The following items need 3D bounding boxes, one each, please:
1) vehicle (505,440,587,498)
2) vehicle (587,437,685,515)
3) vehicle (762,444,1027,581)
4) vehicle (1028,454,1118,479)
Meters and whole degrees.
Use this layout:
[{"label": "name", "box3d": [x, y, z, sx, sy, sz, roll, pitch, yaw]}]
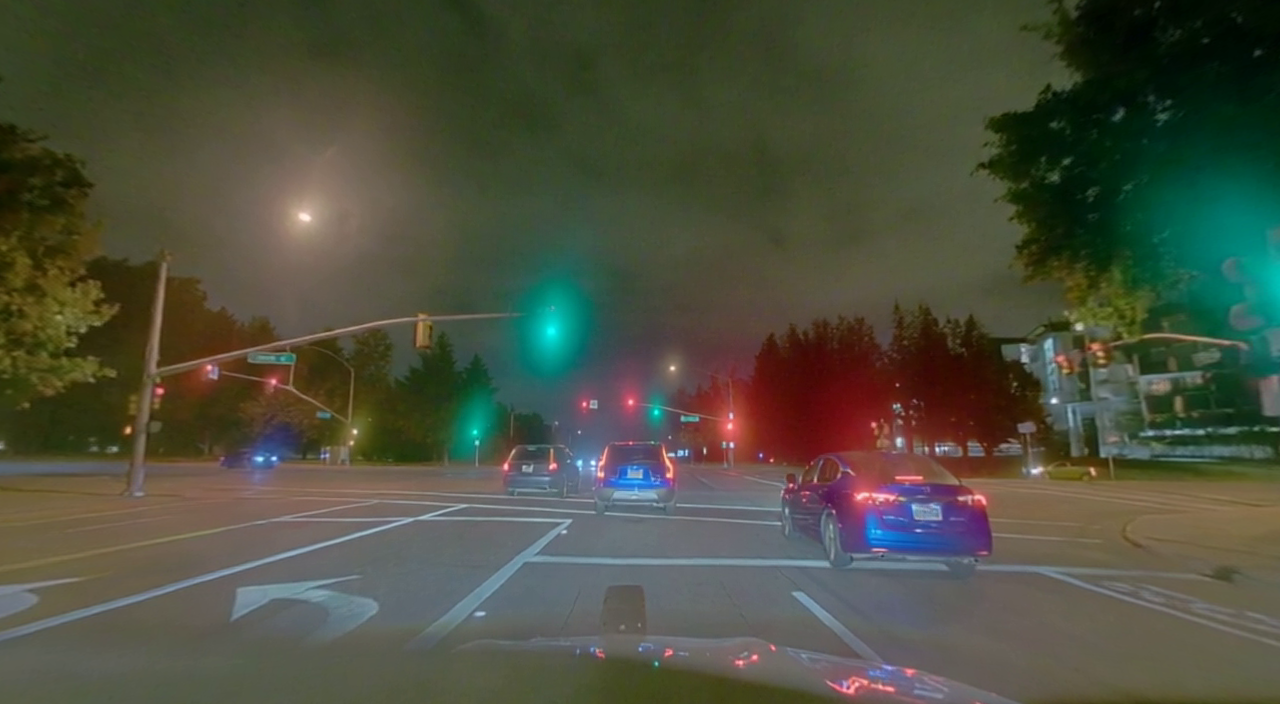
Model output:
[{"label": "vehicle", "box3d": [-2.885, 3.689, 20.234, 1.987, 1.633, 4.005, 0, -8, 0]}, {"label": "vehicle", "box3d": [-0.060, 3.007, 15.794, 2.108, 1.654, 4.235, 0, -8, 1]}, {"label": "vehicle", "box3d": [3.234, 2.098, 9.201, 2.056, 1.468, 4.520, 0, -8, 1]}, {"label": "vehicle", "box3d": [30.353, 8.048, 44.157, 4.705, 1.631, 2.053, -2, -9, 16]}]
